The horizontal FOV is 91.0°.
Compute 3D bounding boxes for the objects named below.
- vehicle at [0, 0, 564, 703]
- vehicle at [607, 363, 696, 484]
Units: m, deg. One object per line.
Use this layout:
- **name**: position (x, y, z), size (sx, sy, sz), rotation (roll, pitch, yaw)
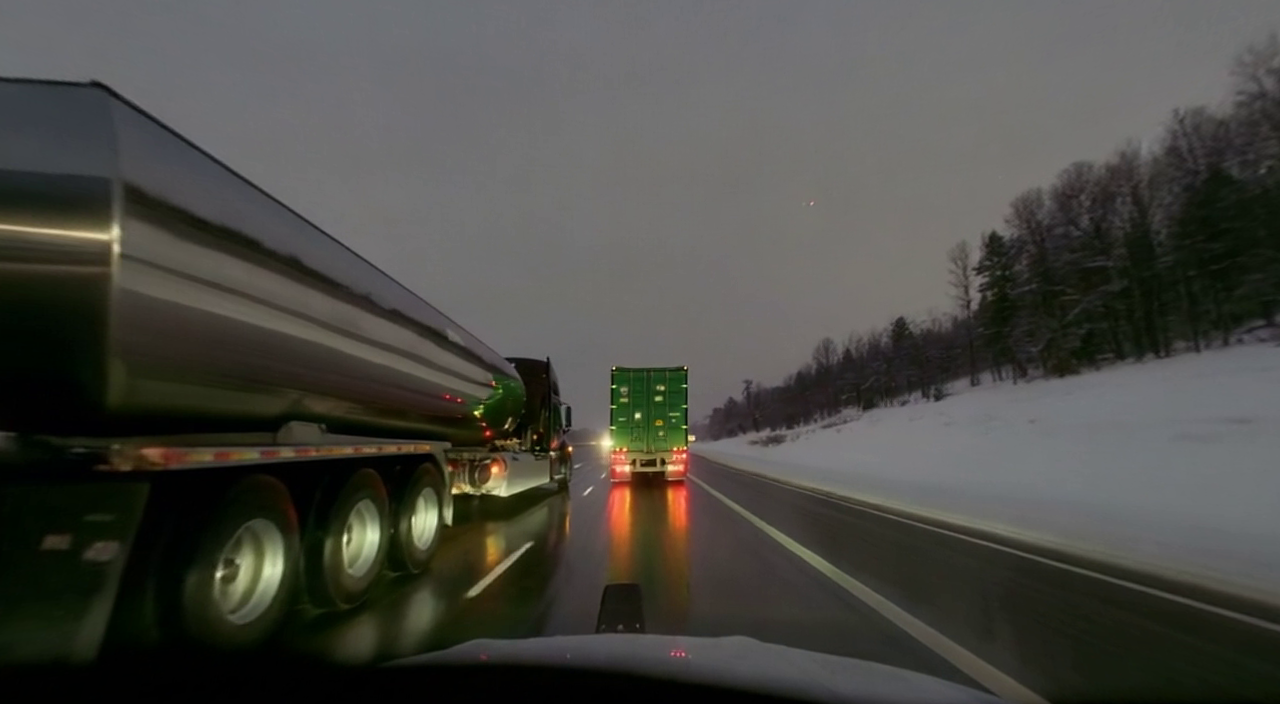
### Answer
- **vehicle**: position (-3.877, 0.930, 9.853), size (3.267, 3.655, 17.154), rotation (0, -8, 0)
- **vehicle**: position (0.439, 3.209, 26.699), size (2.942, 4.003, 11.297), rotation (0, -9, 1)
